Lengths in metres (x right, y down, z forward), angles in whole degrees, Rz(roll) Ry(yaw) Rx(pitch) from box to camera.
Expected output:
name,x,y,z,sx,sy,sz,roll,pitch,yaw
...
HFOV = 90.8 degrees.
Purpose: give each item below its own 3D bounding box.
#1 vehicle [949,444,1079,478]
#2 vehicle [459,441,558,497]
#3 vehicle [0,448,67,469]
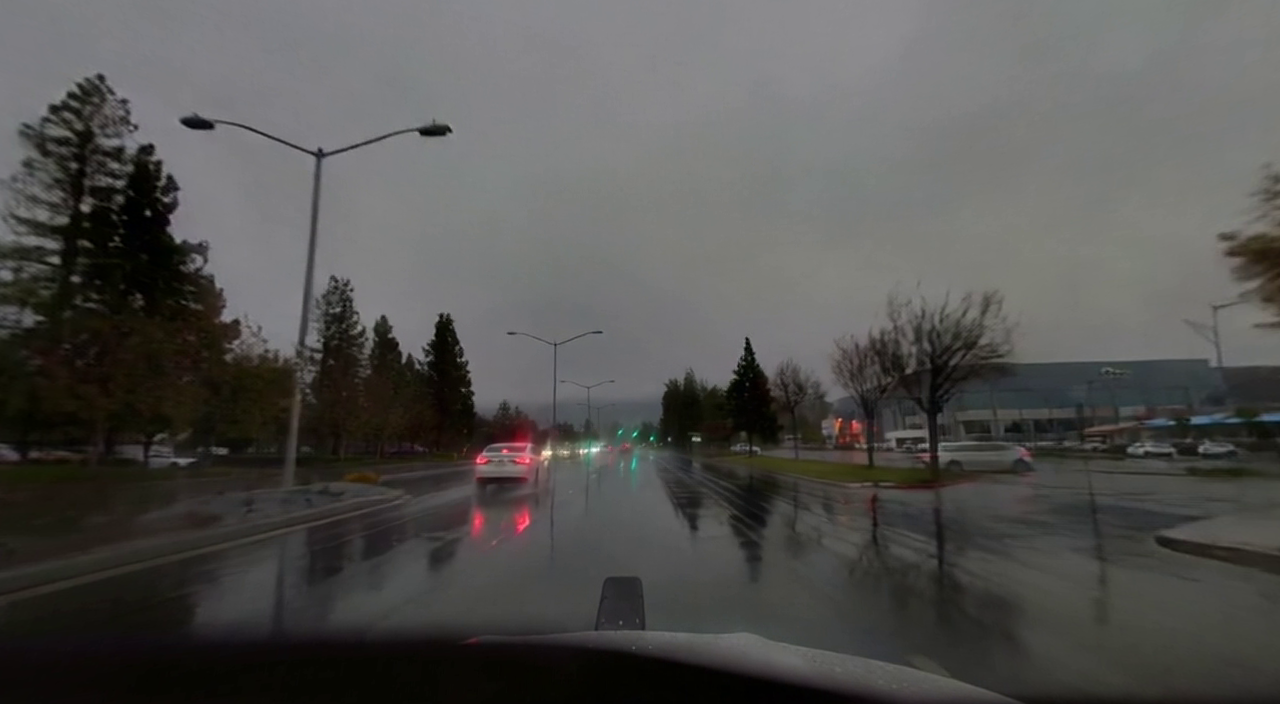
name,x,y,z,sx,sy,sz,roll,pitch,yaw
vehicle,16.201,4.717,27.545,4.341,1.412,2.035,0,-9,-1
vehicle,-3.717,3.392,18.740,2.003,1.454,4.484,0,-9,0
vehicle,-45.595,7.858,46.694,4.456,1.509,2.005,0,-9,0
